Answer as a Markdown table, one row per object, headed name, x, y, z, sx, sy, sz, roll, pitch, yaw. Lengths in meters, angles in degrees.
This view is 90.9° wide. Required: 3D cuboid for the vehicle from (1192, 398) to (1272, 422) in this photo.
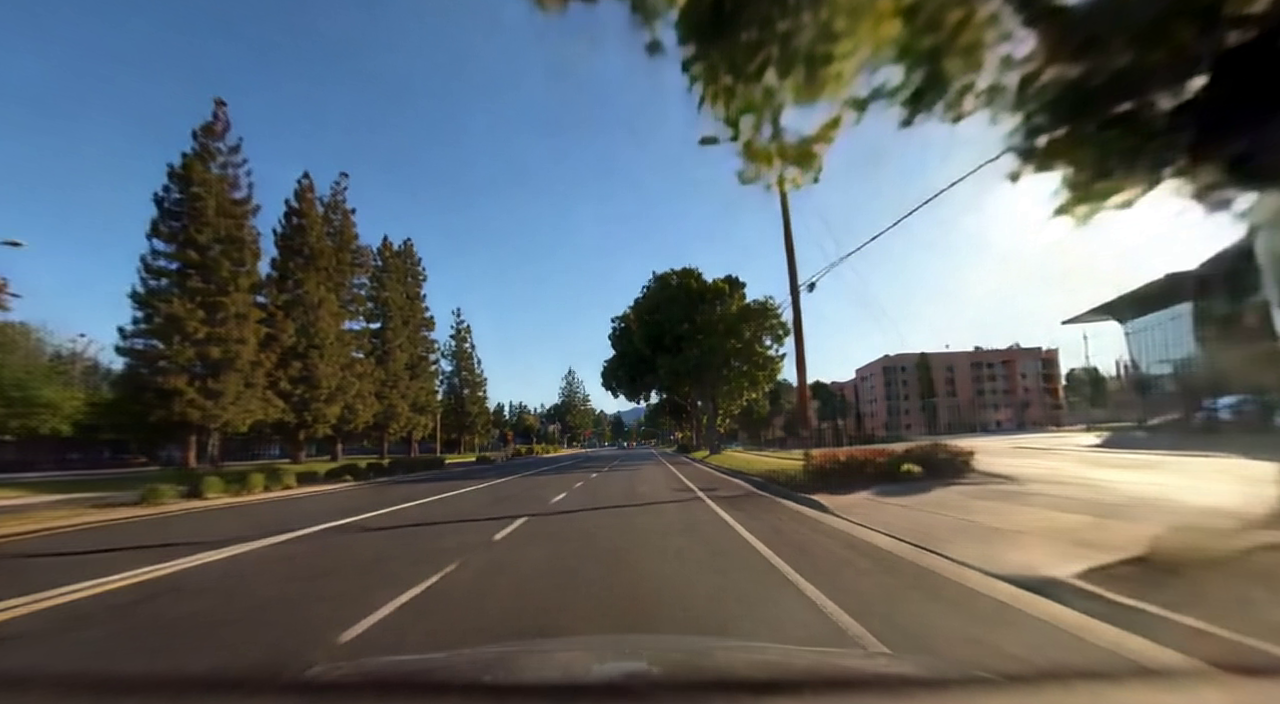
| name | x | y | z | sx | sy | sz | roll | pitch | yaw |
| --- | --- | --- | --- | --- | --- | --- | --- | --- | --- |
| vehicle | 40.352 | 4.003 | 43.089 | 1.789 | 1.499 | 3.777 | -1 | -8 | 1 |
